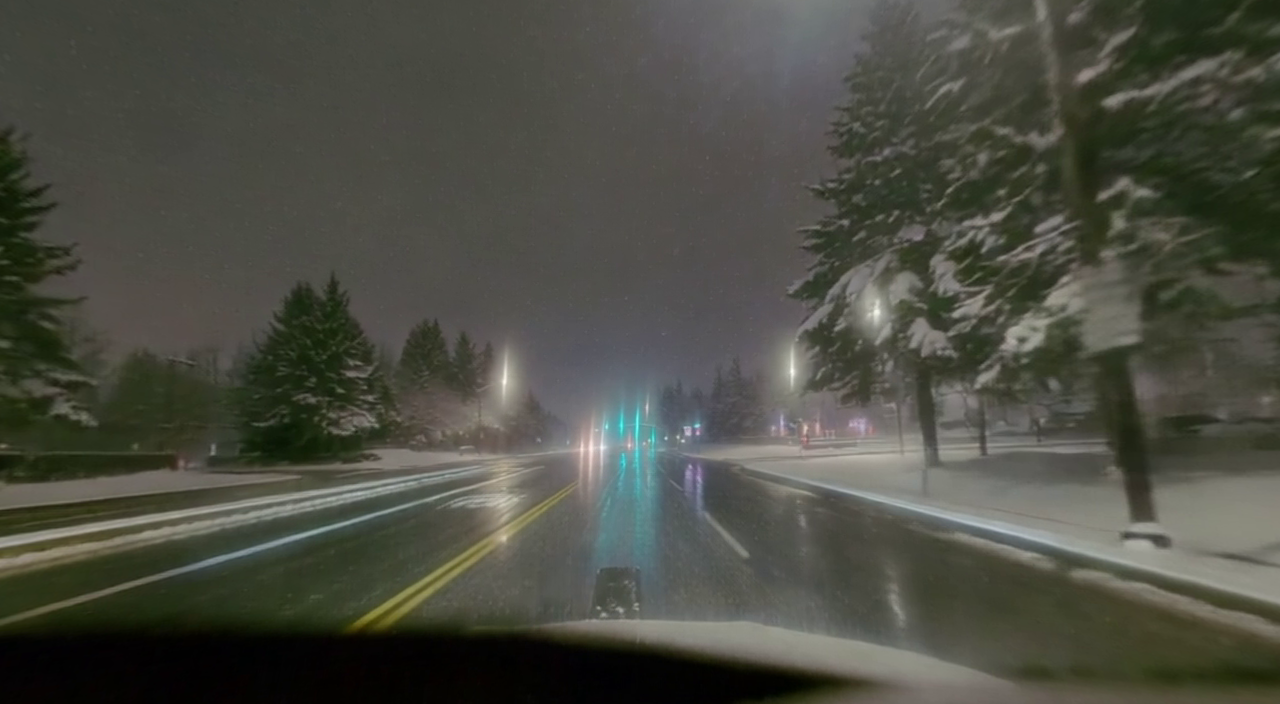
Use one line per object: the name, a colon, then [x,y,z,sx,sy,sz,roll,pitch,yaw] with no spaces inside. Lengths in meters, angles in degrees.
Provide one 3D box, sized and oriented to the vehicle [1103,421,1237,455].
vehicle: [24.870,4.126,29.860,1.907,1.444,5.150,0,-8,1]
